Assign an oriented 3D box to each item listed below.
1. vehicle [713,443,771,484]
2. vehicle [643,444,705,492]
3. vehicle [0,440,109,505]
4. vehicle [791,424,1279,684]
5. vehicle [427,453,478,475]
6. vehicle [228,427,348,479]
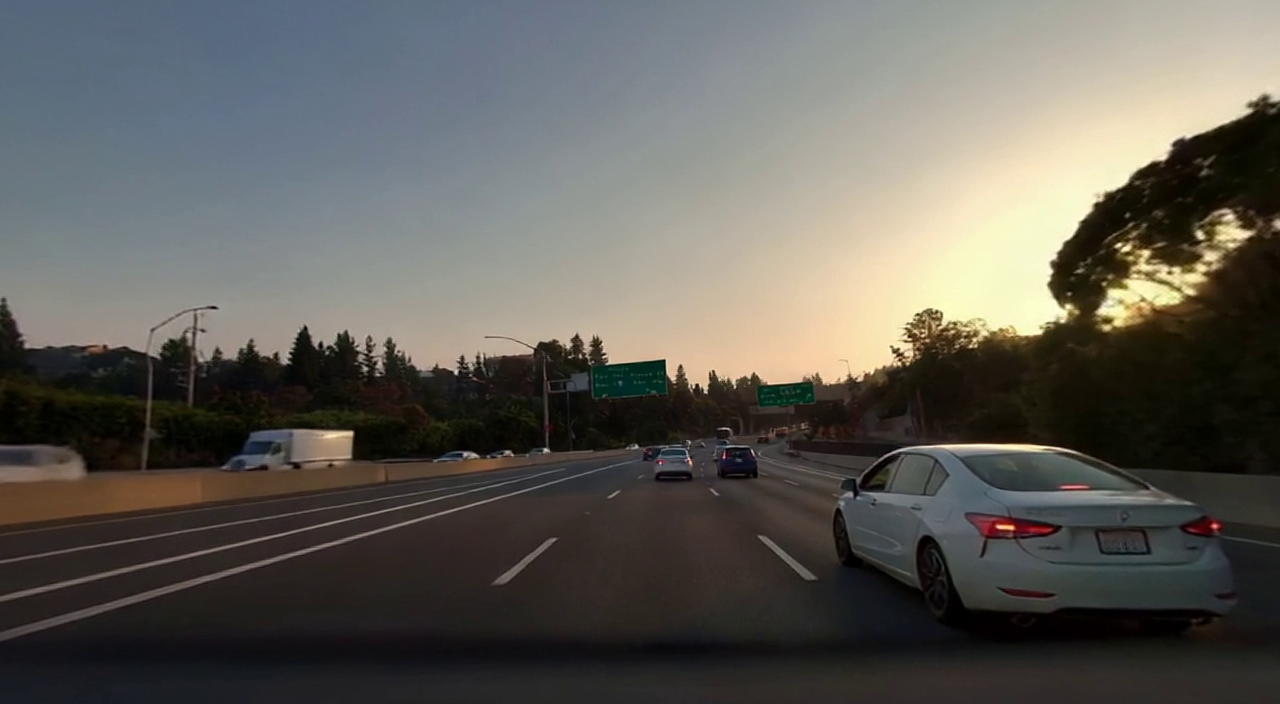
[{"bbox_3d":[4.474,4.927,28.156,2.076,1.684,4.241,0,-9,3],"label":"vehicle"},{"bbox_3d":[1.254,4.243,23.394,2.074,1.614,3.803,0,-9,3],"label":"vehicle"},{"bbox_3d":[-19.601,3.596,18.934,2.113,1.862,5.561,-1,-9,4],"label":"vehicle"},{"bbox_3d":[2.982,1.528,6.008,2.009,1.489,4.559,0,-9,1],"label":"vehicle"},{"bbox_3d":[-13.630,8.145,46.056,1.973,1.532,4.450,-1,-9,6],"label":"vehicle"},{"bbox_3d":[-21.817,6.323,39.594,3.098,2.950,6.966,-1,-9,4],"label":"vehicle"}]
